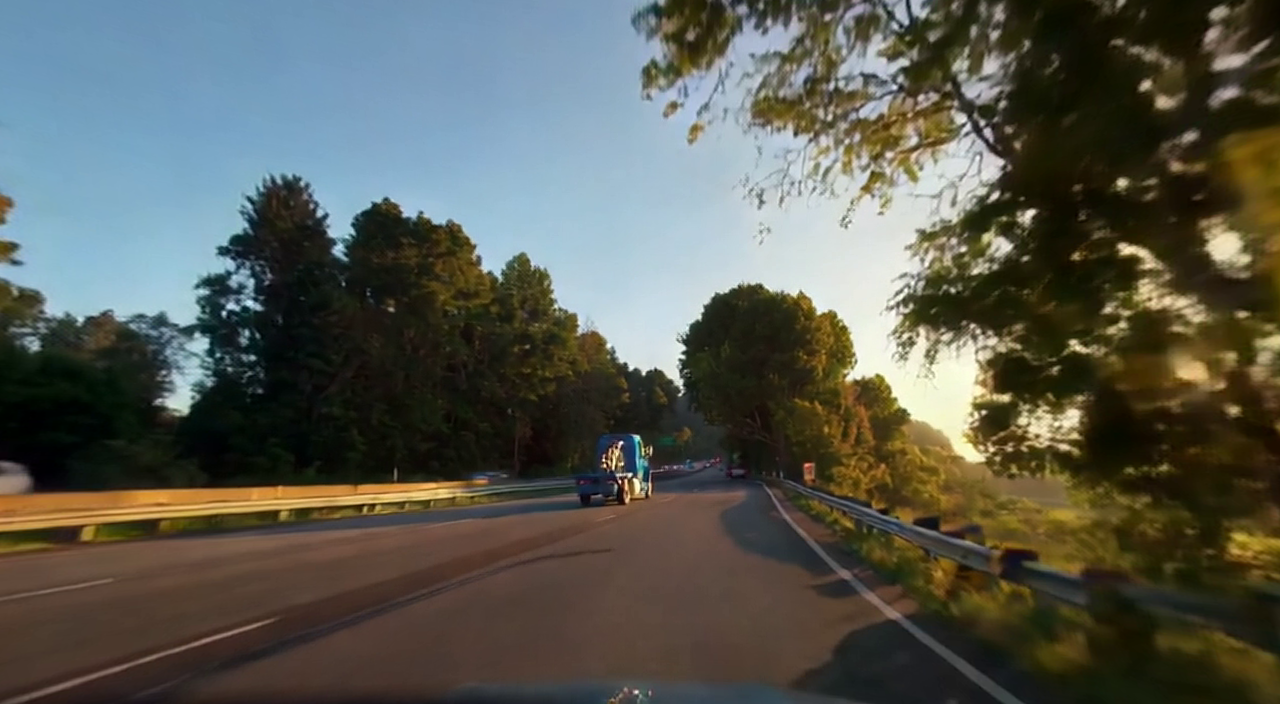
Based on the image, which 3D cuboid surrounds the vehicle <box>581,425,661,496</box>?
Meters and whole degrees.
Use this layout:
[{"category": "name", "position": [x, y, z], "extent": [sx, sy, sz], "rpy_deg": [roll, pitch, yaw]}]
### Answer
[{"category": "vehicle", "position": [-0.776, 5.770, 33.192], "extent": [2.841, 3.244, 7.689], "rpy_deg": [-1, -11, 9]}]
